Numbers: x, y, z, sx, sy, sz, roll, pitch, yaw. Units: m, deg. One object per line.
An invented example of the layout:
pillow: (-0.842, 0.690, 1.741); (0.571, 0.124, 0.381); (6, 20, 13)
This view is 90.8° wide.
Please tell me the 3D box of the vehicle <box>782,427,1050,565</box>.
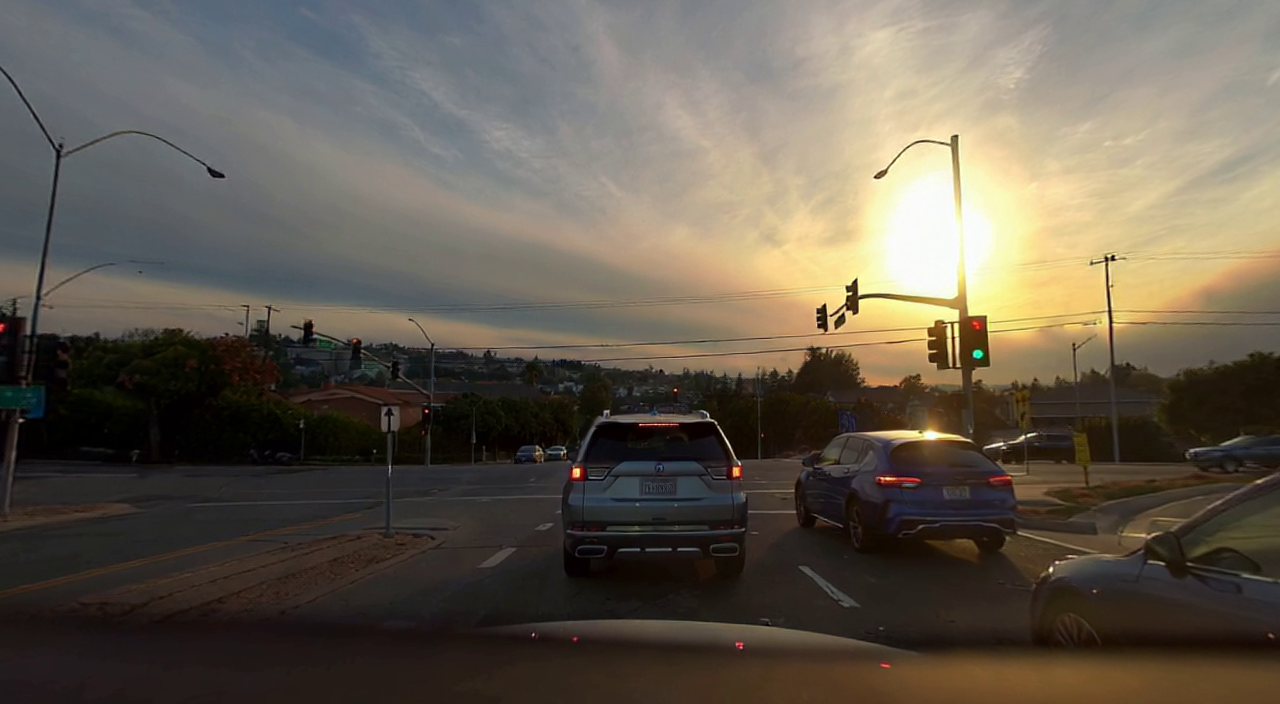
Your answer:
vehicle: (3.515, 1.894, 9.102); (1.861, 1.495, 4.215); (0, -8, -1)

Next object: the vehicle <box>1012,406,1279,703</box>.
vehicle: (3.150, 0.818, 1.445); (1.924, 1.466, 4.461); (0, -8, 1)

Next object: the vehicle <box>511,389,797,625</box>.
vehicle: (0.106, 1.508, 7.133); (2.170, 1.793, 4.468); (0, -8, 0)
